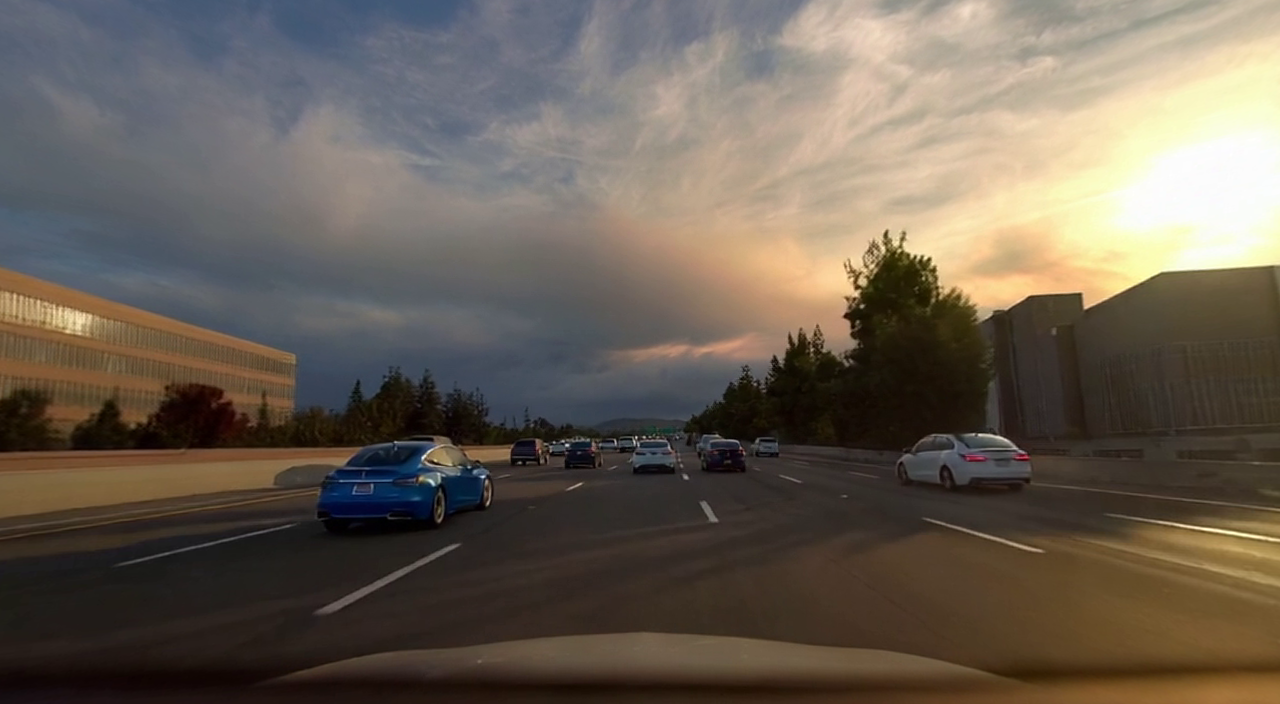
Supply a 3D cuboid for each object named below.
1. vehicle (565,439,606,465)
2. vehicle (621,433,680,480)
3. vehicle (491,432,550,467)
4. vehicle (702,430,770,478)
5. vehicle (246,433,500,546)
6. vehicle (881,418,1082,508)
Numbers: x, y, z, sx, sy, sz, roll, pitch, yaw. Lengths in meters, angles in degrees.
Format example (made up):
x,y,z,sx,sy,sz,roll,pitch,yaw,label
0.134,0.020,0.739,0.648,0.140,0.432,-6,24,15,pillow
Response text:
x,y,z,sx,sy,sz,roll,pitch,yaw,label
-3.214,5.996,37.910,1.886,1.455,4.148,-1,-8,3,vehicle
0.433,4.028,24.511,2.102,1.624,4.257,-1,-8,2,vehicle
-6.905,5.709,37.059,2.187,1.851,5.085,-1,-8,3,vehicle
3.738,4.064,25.337,2.114,1.715,4.136,-1,-8,1,vehicle
-4.088,2.173,10.767,2.116,1.473,4.644,-1,-8,3,vehicle
7.625,2.527,14.845,1.960,1.726,5.016,-1,-8,1,vehicle
